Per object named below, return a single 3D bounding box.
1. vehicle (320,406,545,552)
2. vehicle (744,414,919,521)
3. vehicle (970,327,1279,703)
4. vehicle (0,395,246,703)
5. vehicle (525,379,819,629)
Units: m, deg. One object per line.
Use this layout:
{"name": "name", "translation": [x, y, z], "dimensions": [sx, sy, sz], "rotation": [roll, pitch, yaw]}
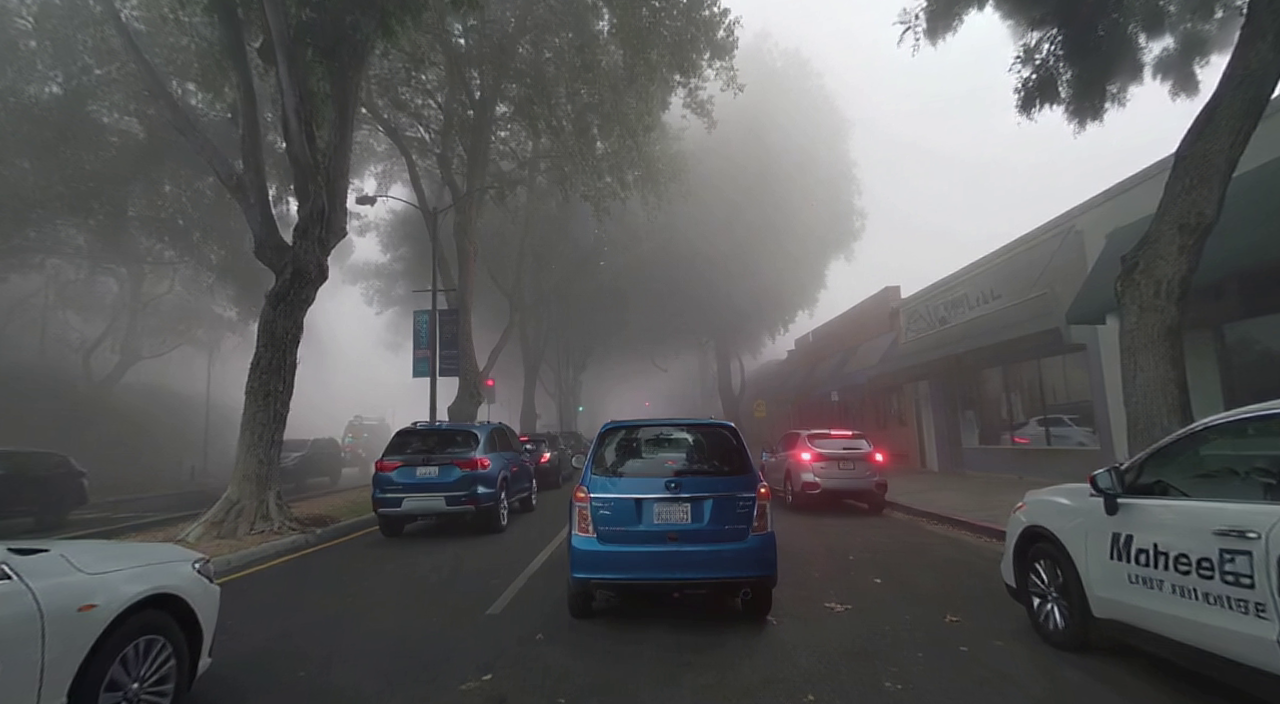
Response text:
{"name": "vehicle", "translation": [-2.937, 1.923, 10.205], "dimensions": [2.135, 1.806, 4.514], "rotation": [0, -8, -1]}
{"name": "vehicle", "translation": [4.030, 2.560, 14.530], "dimensions": [2.038, 1.865, 5.786], "rotation": [3, -9, -2]}
{"name": "vehicle", "translation": [4.038, 0.922, 3.258], "dimensions": [1.987, 1.877, 5.330], "rotation": [4, -8, 2]}
{"name": "vehicle", "translation": [-2.891, 0.726, 0.920], "dimensions": [1.908, 1.474, 4.257], "rotation": [0, -8, -1]}
{"name": "vehicle", "translation": [0.214, 1.377, 6.567], "dimensions": [2.075, 1.770, 4.018], "rotation": [0, -8, 0]}
